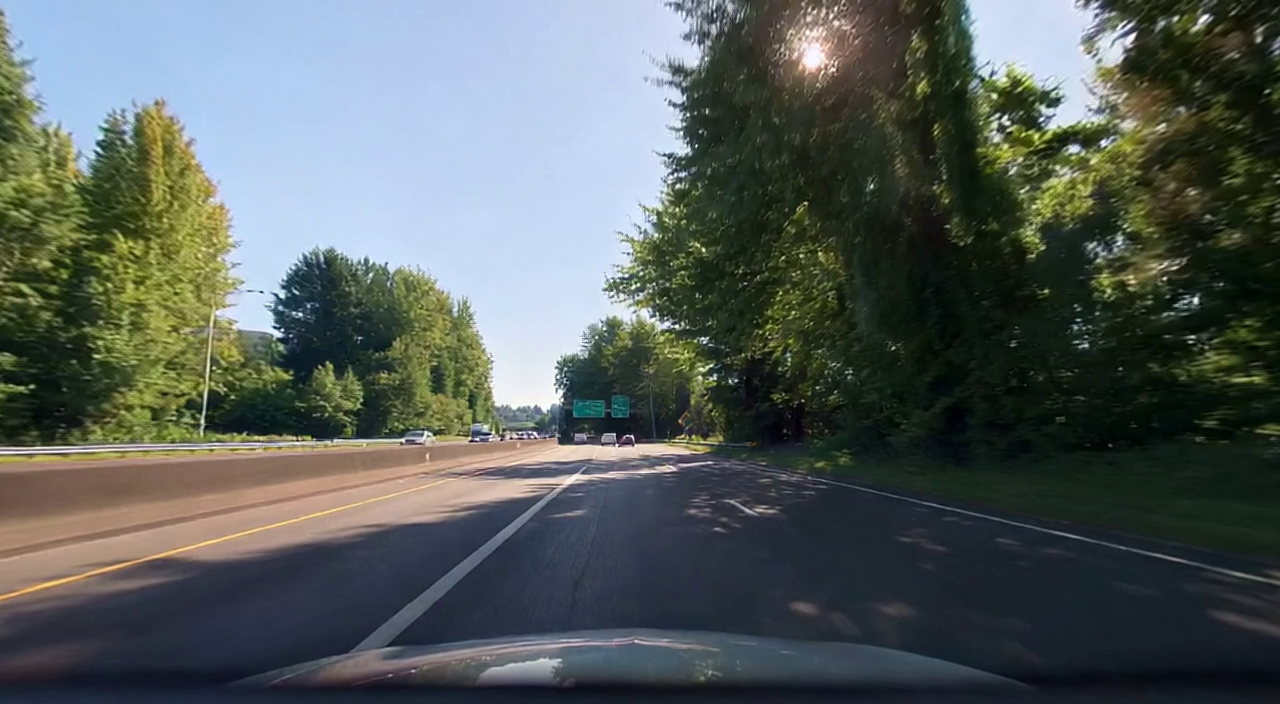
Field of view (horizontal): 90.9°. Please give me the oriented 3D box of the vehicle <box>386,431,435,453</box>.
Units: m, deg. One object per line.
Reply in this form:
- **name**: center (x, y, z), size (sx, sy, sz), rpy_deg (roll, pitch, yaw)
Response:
- **vehicle**: center (-16.436, 6.489, 45.390), size (1.951, 1.470, 4.535), rpy_deg (0, -8, -1)
